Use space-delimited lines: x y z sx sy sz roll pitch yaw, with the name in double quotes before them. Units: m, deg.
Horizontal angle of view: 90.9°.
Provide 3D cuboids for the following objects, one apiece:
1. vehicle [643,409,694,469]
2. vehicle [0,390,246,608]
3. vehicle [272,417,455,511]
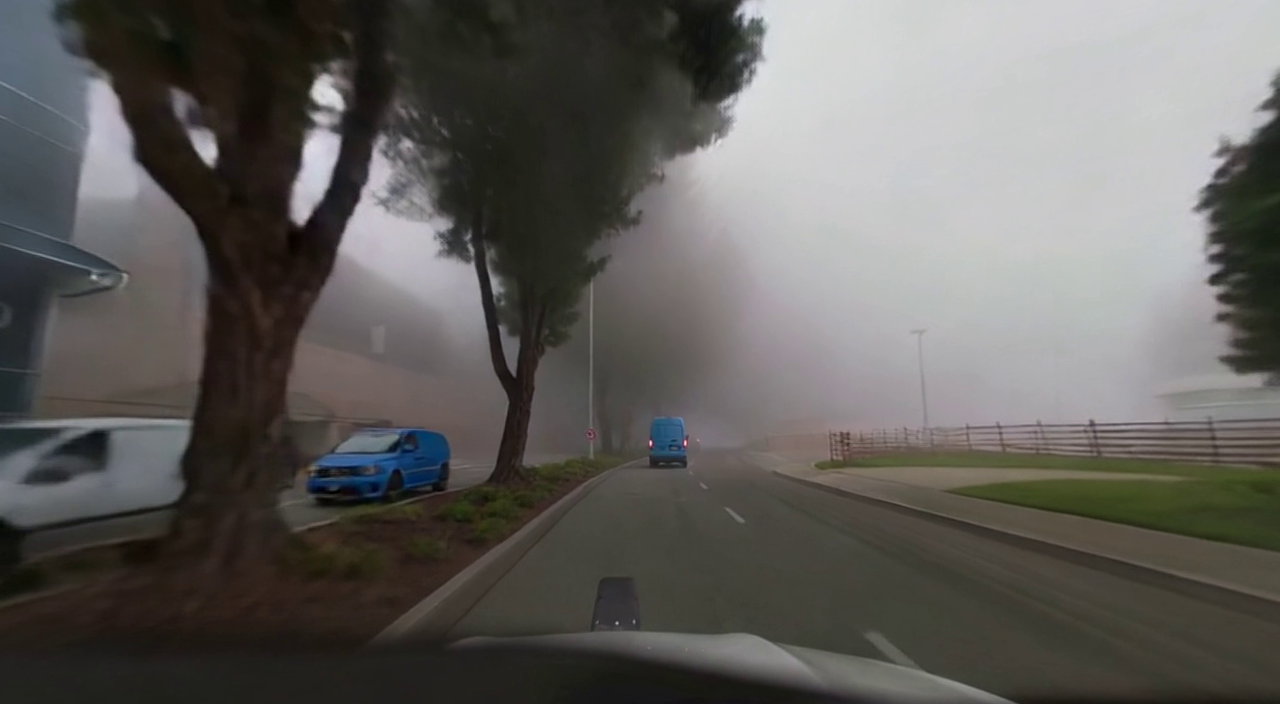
"vehicle" 1.590 4.526 32.887 2.435 2.816 5.232 0 -8 5
"vehicle" -5.682 1.260 5.682 1.893 1.587 3.595 0 -9 0
"vehicle" -5.562 2.337 13.397 1.935 1.633 4.247 -1 -9 0
